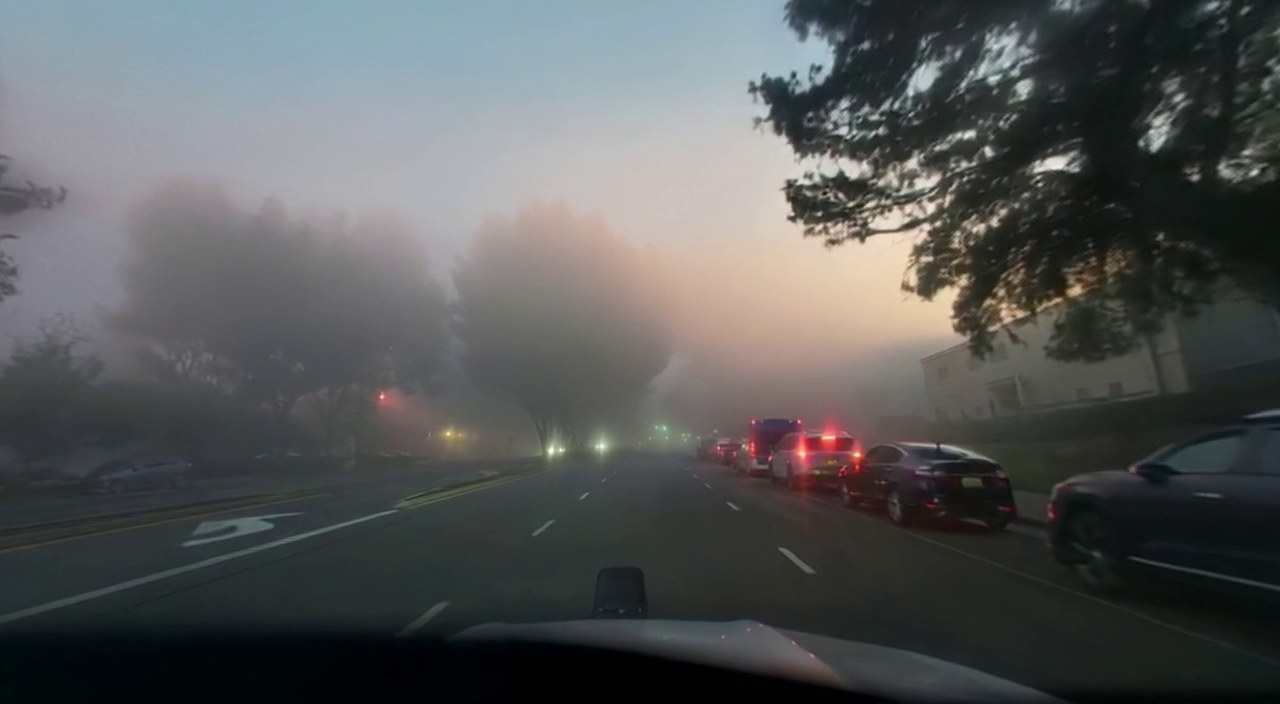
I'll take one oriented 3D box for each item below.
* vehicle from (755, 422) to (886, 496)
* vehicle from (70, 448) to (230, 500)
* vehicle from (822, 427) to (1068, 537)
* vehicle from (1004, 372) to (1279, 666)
[{"bbox_3d":[4.774,2.920,17.584,2.304,1.760,4.630,0,-8,1],"label":"vehicle"},{"bbox_3d":[-19.026,4.719,24.936,2.166,1.804,4.897,-1,-8,3],"label":"vehicle"},{"bbox_3d":[4.765,2.080,10.801,1.973,1.465,4.440,0,-8,0],"label":"vehicle"},{"bbox_3d":[4.681,0.932,3.485,2.051,1.663,5.441,0,-8,-1],"label":"vehicle"}]
